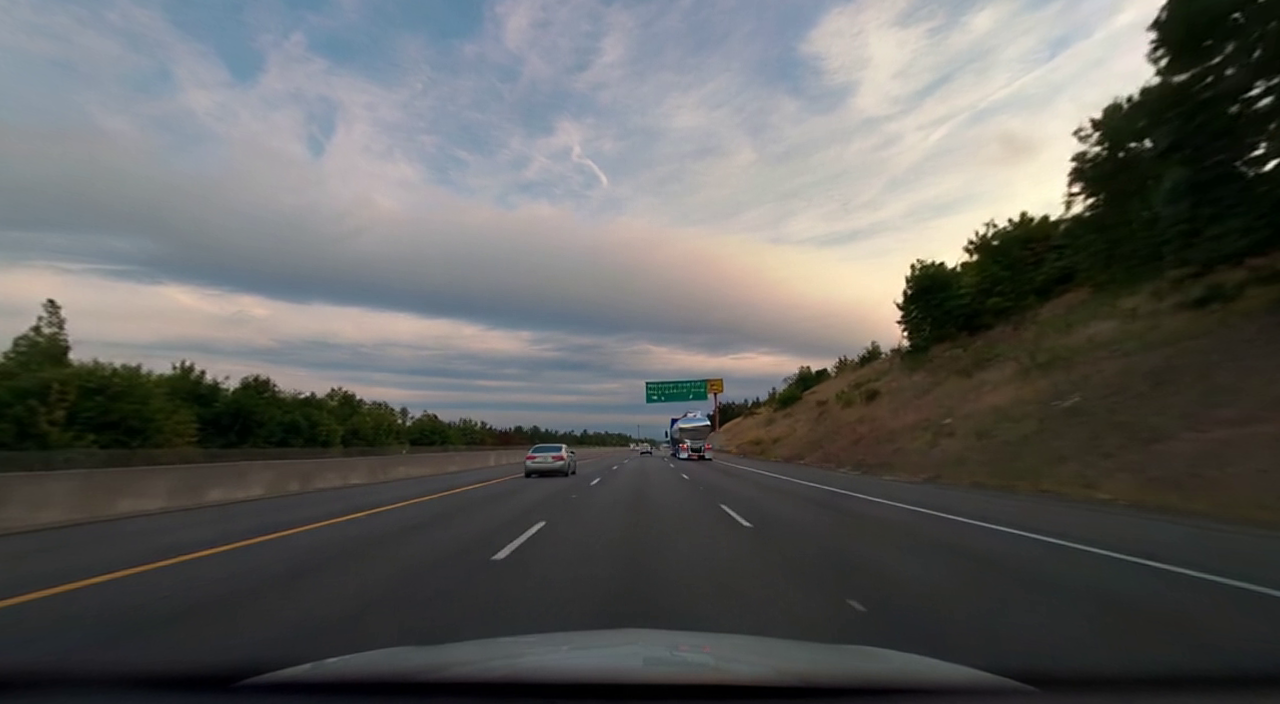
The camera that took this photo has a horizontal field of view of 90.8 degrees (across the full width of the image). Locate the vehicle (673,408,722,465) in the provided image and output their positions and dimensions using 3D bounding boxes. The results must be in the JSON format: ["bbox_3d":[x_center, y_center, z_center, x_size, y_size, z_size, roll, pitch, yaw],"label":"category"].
[{"bbox_3d":[4.125,6.389,47.122,2.759,3.734,9.708,0,-9,0],"label":"vehicle"}]

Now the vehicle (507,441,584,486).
[{"bbox_3d":[-3.290,3.975,22.856,1.986,1.458,4.506,0,-9,1],"label":"vehicle"}]
